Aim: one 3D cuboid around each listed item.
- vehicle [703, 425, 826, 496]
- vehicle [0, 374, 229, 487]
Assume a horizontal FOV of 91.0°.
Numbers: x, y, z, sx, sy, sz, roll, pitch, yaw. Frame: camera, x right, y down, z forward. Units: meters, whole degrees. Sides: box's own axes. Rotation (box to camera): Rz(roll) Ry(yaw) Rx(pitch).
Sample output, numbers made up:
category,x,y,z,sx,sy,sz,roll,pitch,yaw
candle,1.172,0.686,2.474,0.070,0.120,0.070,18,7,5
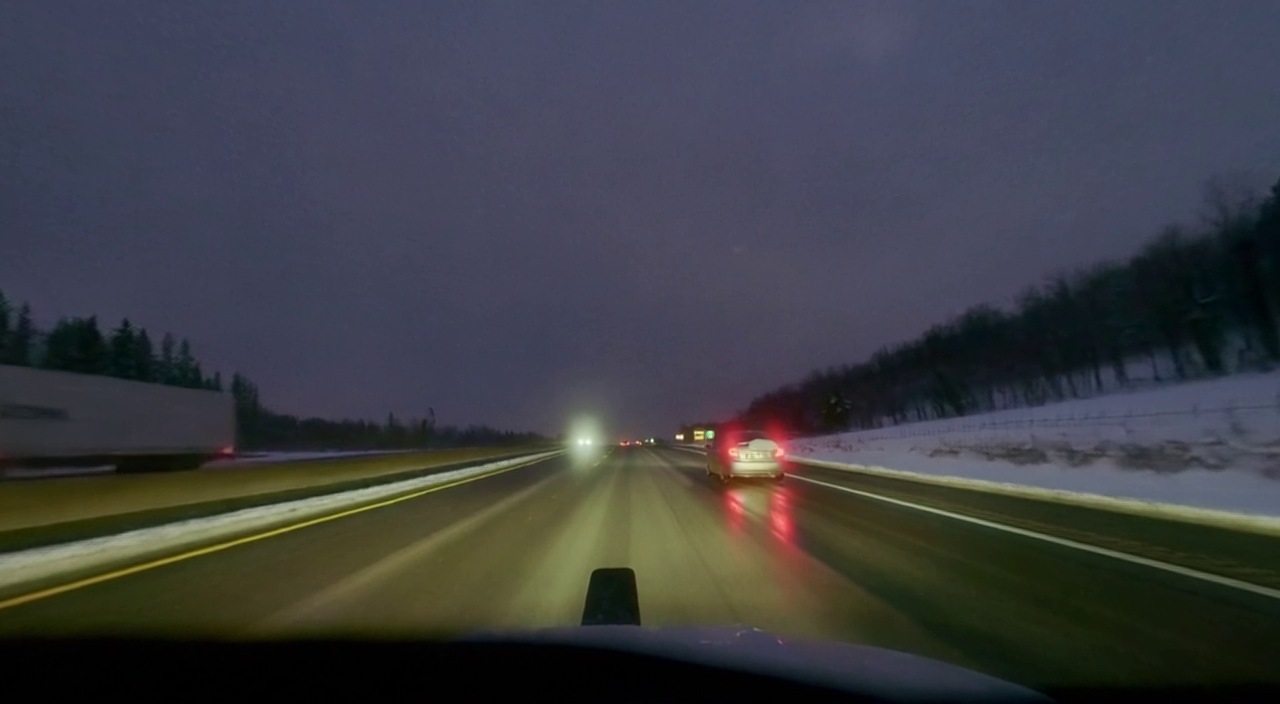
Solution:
category,x,y,z,sx,sy,sz,roll,pitch,yaw
vehicle,3.199,2.896,17.157,2.349,1.651,4.161,0,-8,-2
vehicle,-20.612,3.193,25.116,2.807,3.733,8.204,0,-8,-1
